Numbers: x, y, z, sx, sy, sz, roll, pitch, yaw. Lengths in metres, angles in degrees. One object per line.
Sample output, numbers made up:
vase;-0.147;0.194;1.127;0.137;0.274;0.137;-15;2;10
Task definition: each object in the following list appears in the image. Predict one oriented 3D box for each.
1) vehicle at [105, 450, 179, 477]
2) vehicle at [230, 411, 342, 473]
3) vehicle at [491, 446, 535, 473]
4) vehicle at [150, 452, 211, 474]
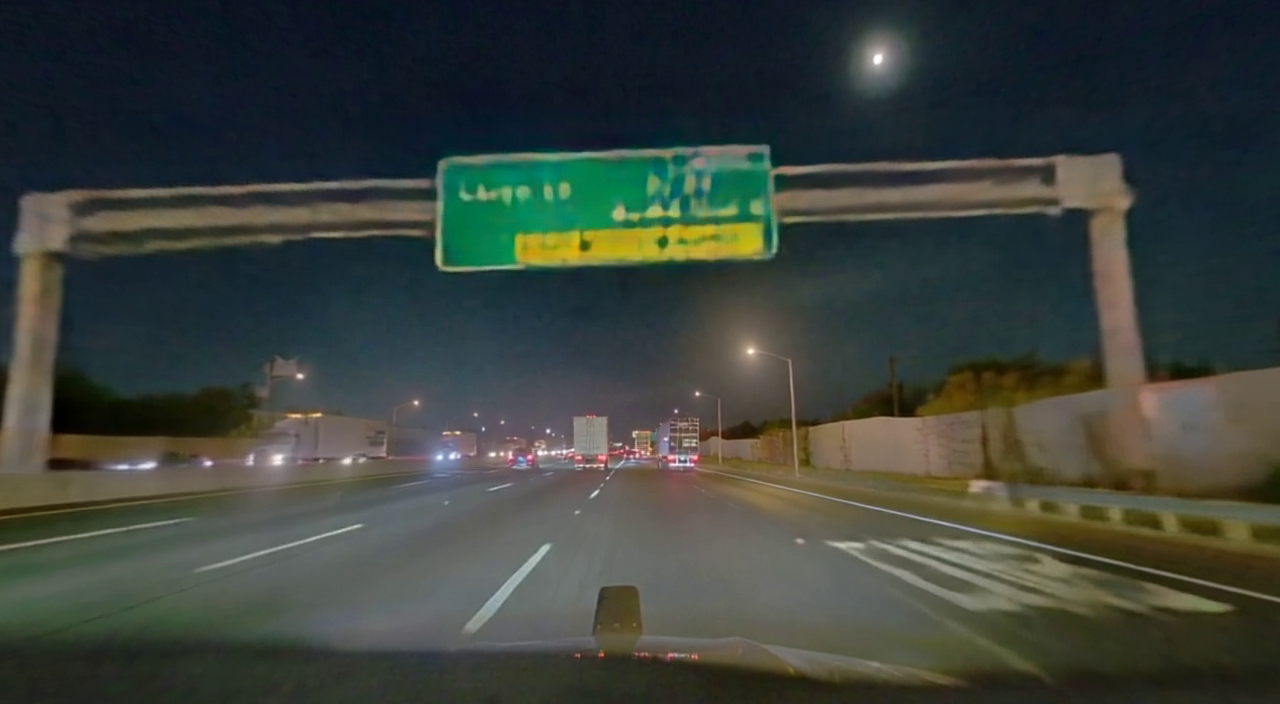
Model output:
vehicle;-26.958;6.015;34.350;1.447;1.339;3.236;-1;-9;-2
vehicle;-23.645;6.127;42.950;3.008;3.765;8.086;0;-9;-1
vehicle;-8.164;6.929;40.979;2.132;1.679;4.045;0;-9;-3
vehicle;-30.432;7.356;42.012;1.517;1.361;3.423;0;-9;-2
